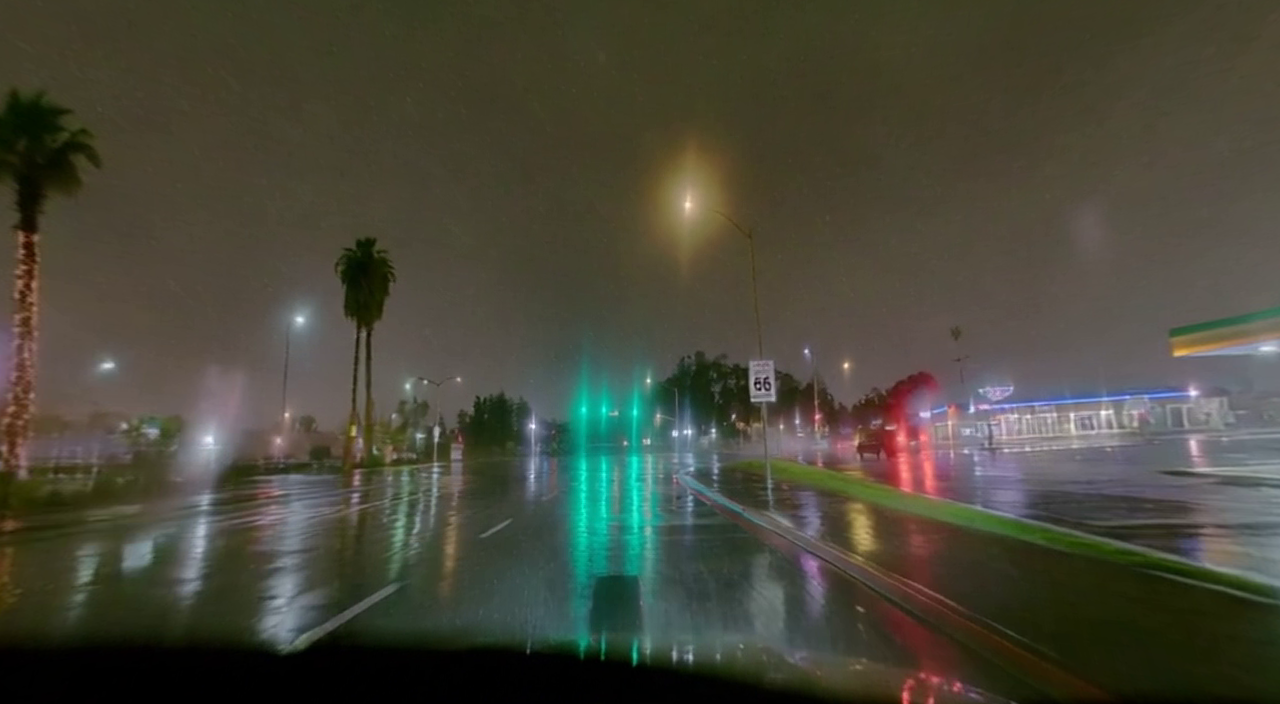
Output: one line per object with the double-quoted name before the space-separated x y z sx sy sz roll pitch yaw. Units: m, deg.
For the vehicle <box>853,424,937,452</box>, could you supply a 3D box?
"vehicle" 16.718 5.686 41.423 4.640 1.800 2.026 0 -9 -2
